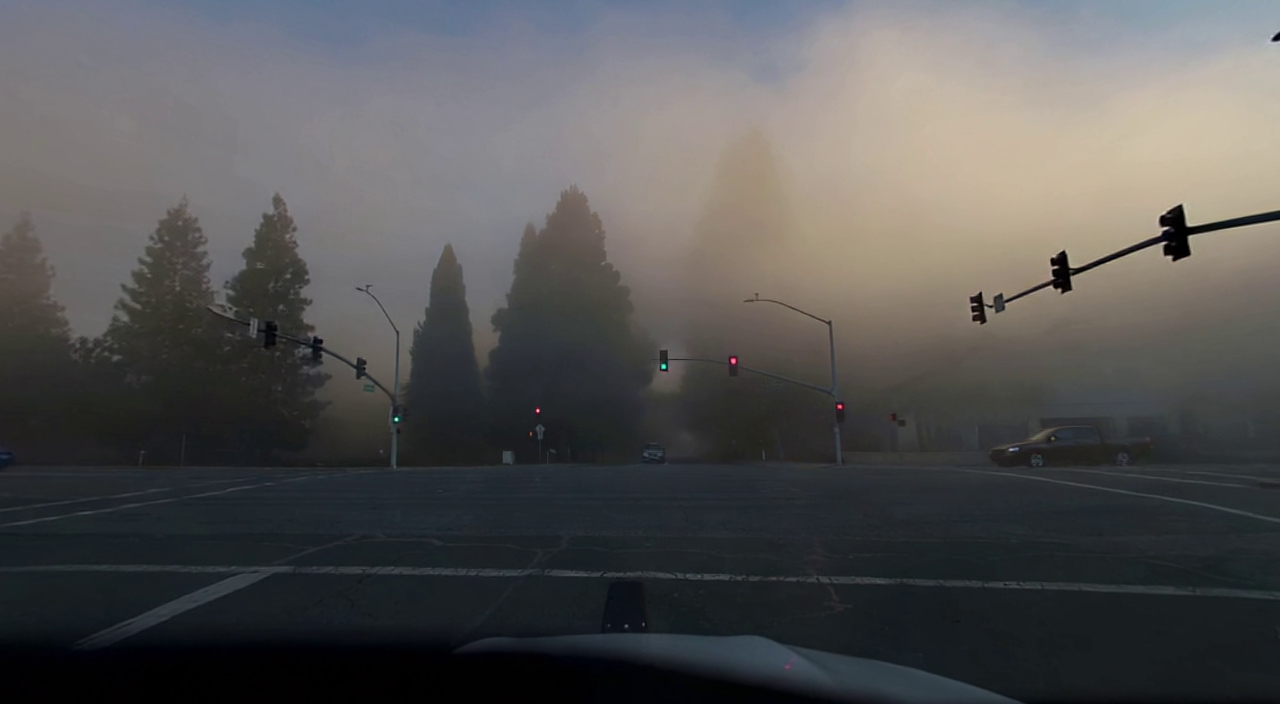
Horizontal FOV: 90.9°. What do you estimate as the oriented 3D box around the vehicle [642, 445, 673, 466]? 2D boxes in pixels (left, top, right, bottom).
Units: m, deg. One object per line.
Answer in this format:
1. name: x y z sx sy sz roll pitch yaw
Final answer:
1. vehicle: 1.257 7.620 46.461 2.132 1.449 4.235 0 -9 0
